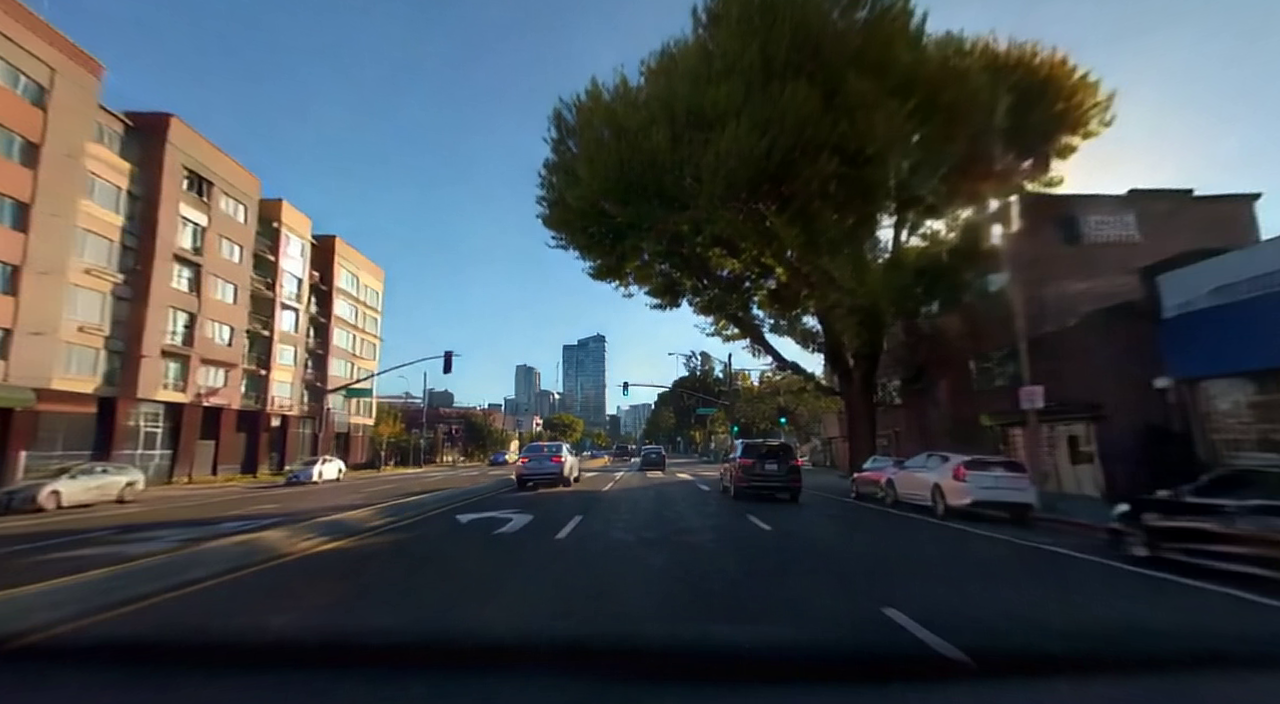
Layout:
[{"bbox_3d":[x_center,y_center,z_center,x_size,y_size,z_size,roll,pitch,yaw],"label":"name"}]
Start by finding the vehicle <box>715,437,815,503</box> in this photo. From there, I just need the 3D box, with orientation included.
[{"bbox_3d":[3.355,3.243,17.708,1.987,1.637,3.896,0,-9,0],"label":"vehicle"}]

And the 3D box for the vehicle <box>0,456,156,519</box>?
[{"bbox_3d":[-16.766,3.811,18.112,1.919,1.469,4.719,-2,-8,1],"label":"vehicle"}]

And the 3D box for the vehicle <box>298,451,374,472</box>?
[{"bbox_3d":[-23.499,8.462,48.834,4.890,1.514,1.908,0,-9,1],"label":"vehicle"}]

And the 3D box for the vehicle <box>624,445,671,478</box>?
[{"bbox_3d":[0.349,5.200,30.264,2.103,1.468,4.094,0,-9,0],"label":"vehicle"}]

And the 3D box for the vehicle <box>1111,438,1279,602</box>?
[{"bbox_3d":[6.964,1.555,5.779,1.898,1.524,4.439,0,-9,1],"label":"vehicle"}]

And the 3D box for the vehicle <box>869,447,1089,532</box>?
[{"bbox_3d":[6.877,2.803,13.596,1.920,1.473,4.898,0,-9,-2],"label":"vehicle"}]

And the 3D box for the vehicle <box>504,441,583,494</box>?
[{"bbox_3d":[-2.990,3.684,20.458,1.860,1.510,4.073,0,-9,1],"label":"vehicle"}]
